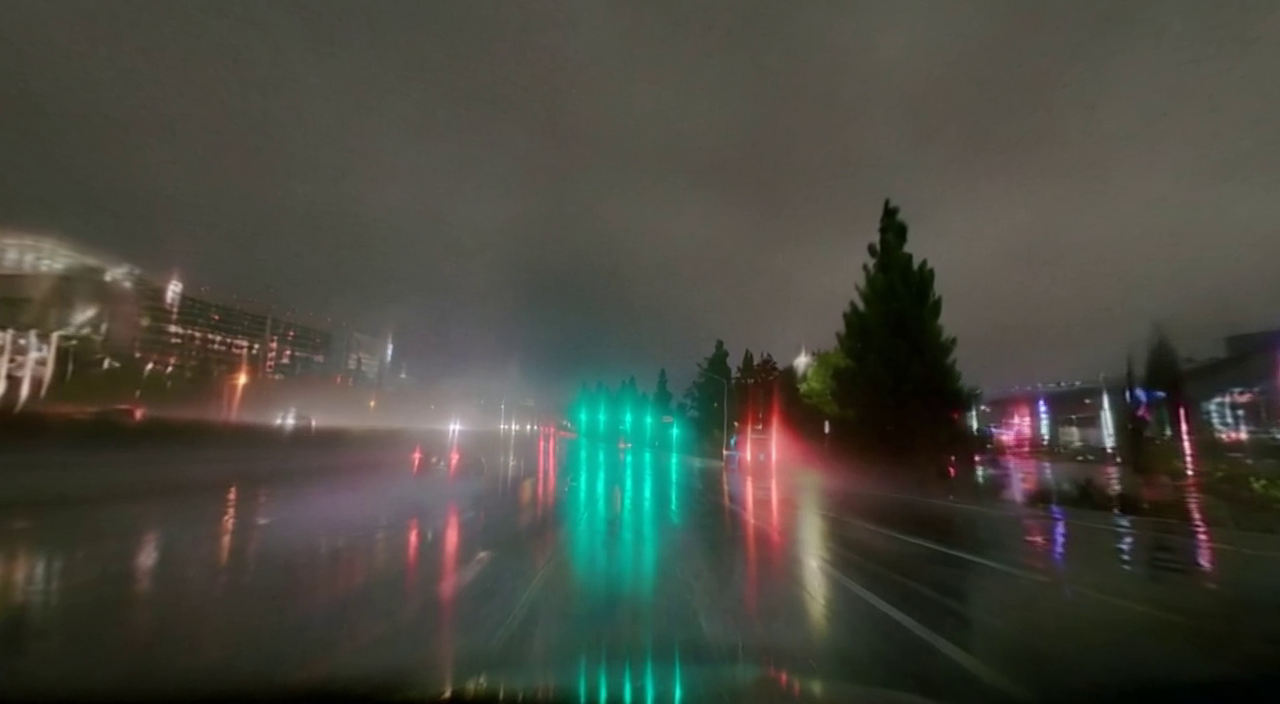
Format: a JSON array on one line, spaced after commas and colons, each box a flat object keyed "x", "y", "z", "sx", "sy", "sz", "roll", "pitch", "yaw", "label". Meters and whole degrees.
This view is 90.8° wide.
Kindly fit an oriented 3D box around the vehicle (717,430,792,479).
[{"x": 4.509, "y": 4.109, "z": 25.577, "sx": 2.023, "sy": 1.782, "sz": 4.193, "roll": 0, "pitch": -9, "yaw": -4, "label": "vehicle"}]

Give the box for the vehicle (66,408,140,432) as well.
[{"x": -34.167, "y": 4.376, "z": 40.330, "sx": 1.562, "sy": 1.414, "sz": 3.560, "roll": 0, "pitch": -9, "yaw": -1, "label": "vehicle"}]

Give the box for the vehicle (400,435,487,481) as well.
[{"x": -7.785, "y": 4.246, "z": 25.613, "sx": 2.030, "sy": 1.672, "sz": 4.913, "roll": 0, "pitch": -9, "yaw": -1, "label": "vehicle"}]
